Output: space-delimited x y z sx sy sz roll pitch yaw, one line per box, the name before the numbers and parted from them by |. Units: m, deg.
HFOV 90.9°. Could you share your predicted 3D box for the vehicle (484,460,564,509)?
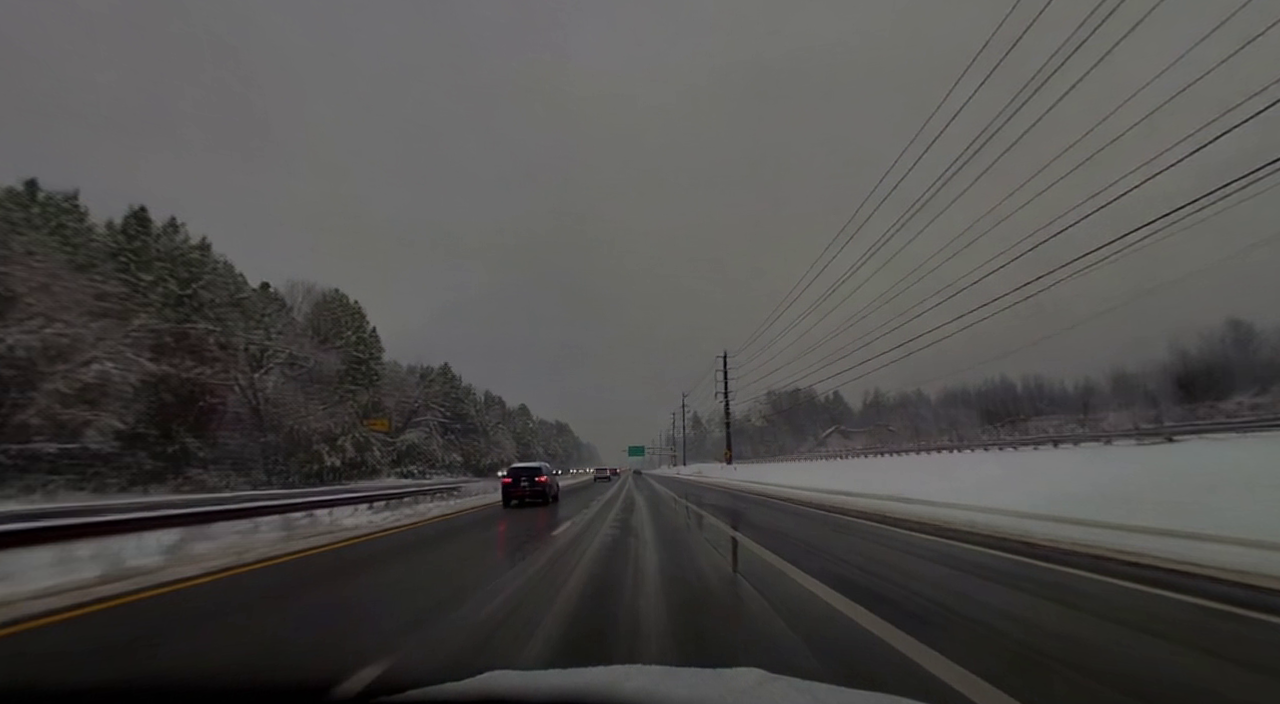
vehicle | -3.927 4.597 22.117 1.963 1.501 4.227 1 -11 0
